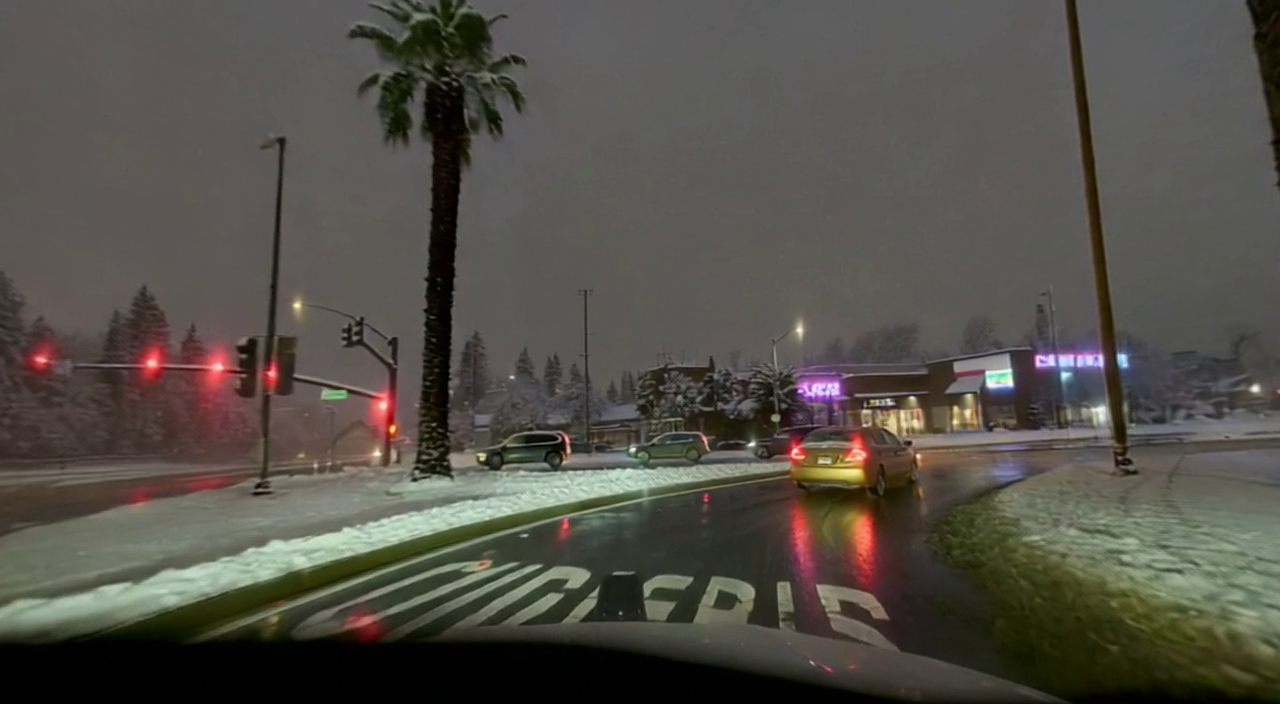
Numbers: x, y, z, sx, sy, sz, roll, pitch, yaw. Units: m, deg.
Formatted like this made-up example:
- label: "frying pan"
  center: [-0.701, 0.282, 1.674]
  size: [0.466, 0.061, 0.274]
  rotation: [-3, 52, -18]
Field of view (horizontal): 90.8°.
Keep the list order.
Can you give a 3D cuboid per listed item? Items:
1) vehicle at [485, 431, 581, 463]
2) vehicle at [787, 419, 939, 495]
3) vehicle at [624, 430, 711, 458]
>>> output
- label: "vehicle"
  center: [-5.706, 5.018, 33.521]
  size: [4.757, 1.633, 1.932]
  rotation: [2, -8, -17]
- label: "vehicle"
  center: [5.423, 2.441, 14.965]
  size: [2.070, 1.493, 4.570]
  rotation: [-6, -11, 36]
- label: "vehicle"
  center: [1.544, 5.199, 35.731]
  size: [4.515, 1.492, 1.871]
  rotation: [1, -9, -14]
